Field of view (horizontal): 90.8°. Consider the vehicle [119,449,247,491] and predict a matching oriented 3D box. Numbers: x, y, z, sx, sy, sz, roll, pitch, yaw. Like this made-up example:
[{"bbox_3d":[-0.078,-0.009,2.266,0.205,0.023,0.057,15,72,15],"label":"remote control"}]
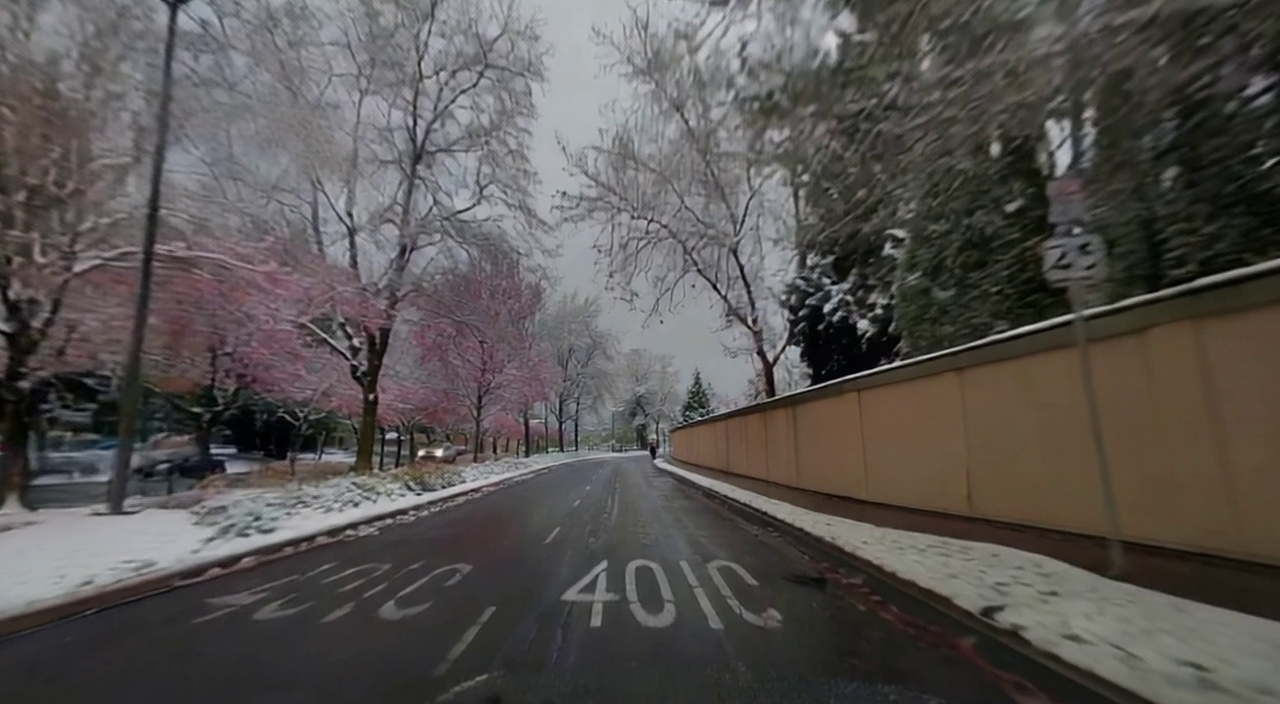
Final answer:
[{"bbox_3d":[-16.978,4.366,23.745,1.827,1.404,4.141,1,-8,-3],"label":"vehicle"}]
